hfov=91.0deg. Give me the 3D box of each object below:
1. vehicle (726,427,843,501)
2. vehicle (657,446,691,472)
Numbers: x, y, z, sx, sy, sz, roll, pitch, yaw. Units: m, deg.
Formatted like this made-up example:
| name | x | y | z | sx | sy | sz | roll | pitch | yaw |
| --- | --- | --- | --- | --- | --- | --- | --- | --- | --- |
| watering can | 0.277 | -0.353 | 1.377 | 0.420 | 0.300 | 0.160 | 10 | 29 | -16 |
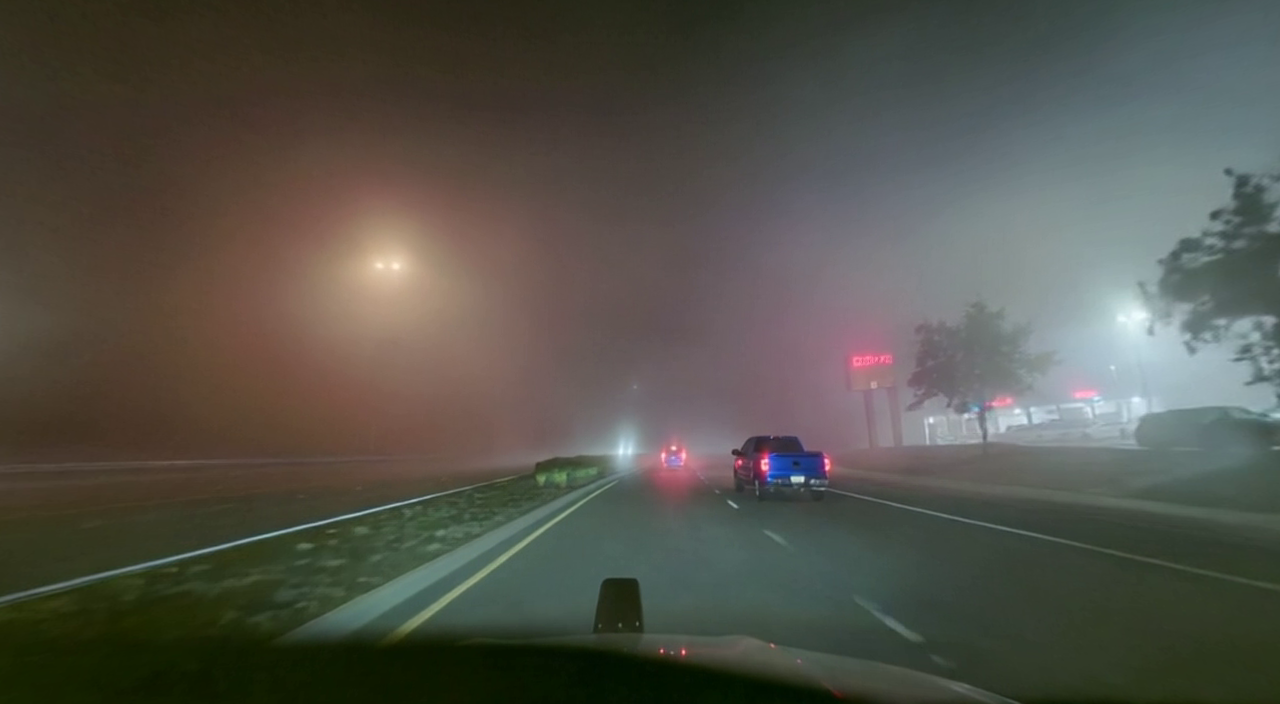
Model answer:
| name | x | y | z | sx | sy | sz | roll | pitch | yaw |
| --- | --- | --- | --- | --- | --- | --- | --- | --- | --- |
| vehicle | 4.203 | 3.384 | 19.486 | 2.367 | 1.919 | 5.651 | 0 | -9 | 1 |
| vehicle | 2.143 | 6.577 | 38.975 | 1.968 | 1.521 | 4.262 | 0 | -9 | 4 |
